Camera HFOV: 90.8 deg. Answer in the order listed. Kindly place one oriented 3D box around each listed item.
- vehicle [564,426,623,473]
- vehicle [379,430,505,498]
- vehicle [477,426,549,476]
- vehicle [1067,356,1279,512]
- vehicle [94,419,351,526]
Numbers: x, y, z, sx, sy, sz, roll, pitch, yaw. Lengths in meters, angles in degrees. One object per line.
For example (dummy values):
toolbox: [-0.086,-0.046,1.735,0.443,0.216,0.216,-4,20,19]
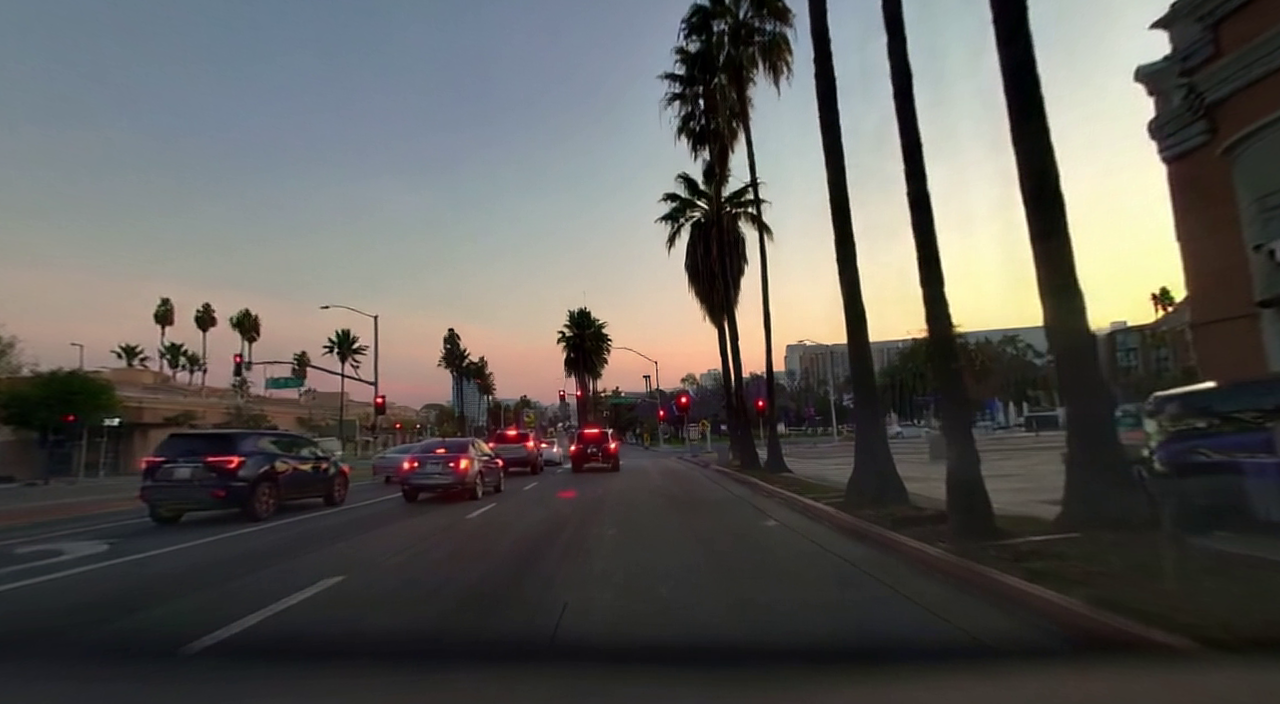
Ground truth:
vehicle: [-1.816,4.003,26.058,2.153,1.759,4.320,0,-9,-1]
vehicle: [-5.139,2.973,17.178,1.885,1.567,4.775,0,-9,0]
vehicle: [-5.179,4.126,26.462,2.025,1.862,4.804,0,-9,0]
vehicle: [9.467,1.194,9.224,4.774,1.975,2.245,0,-9,-2]
vehicle: [-8.494,2.494,13.668,2.178,1.864,5.005,0,-9,-1]
